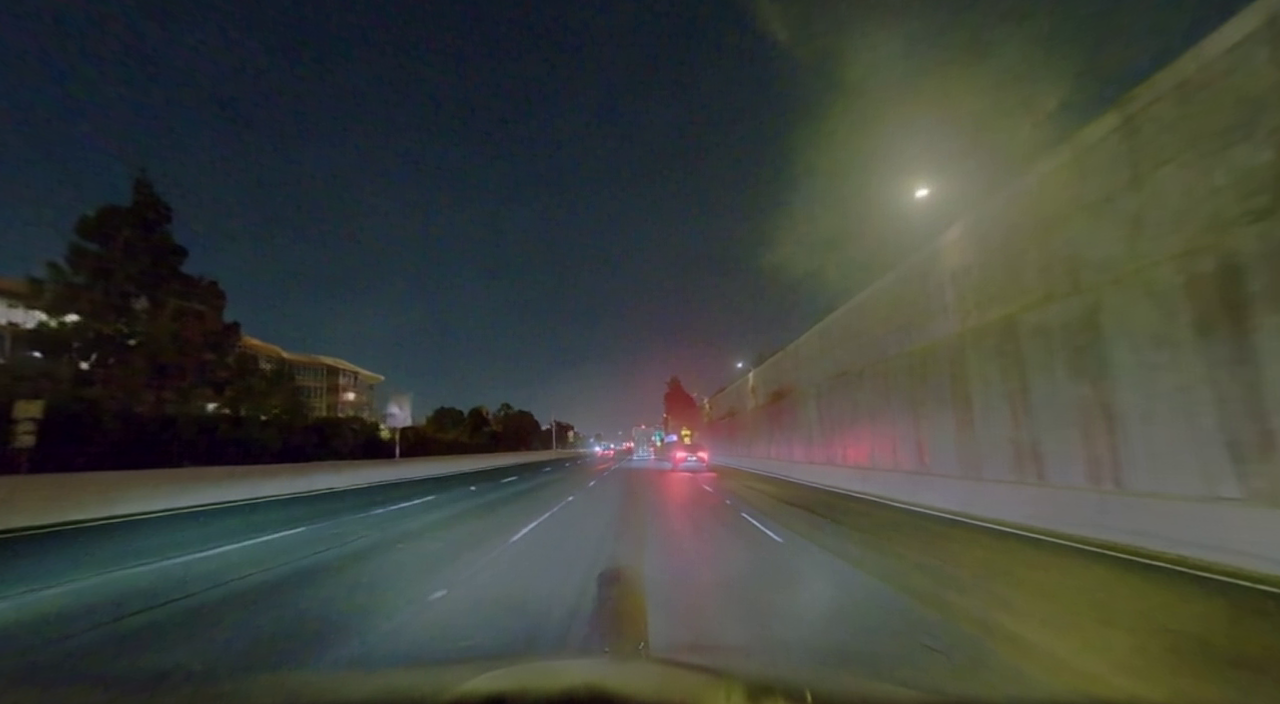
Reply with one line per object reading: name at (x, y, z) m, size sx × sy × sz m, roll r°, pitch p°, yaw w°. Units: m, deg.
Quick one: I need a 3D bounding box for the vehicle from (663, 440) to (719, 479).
vehicle at (2.130, 4.659, 27.505) m, size 1.973 × 1.536 × 4.337 m, roll 0°, pitch -9°, yaw -1°
